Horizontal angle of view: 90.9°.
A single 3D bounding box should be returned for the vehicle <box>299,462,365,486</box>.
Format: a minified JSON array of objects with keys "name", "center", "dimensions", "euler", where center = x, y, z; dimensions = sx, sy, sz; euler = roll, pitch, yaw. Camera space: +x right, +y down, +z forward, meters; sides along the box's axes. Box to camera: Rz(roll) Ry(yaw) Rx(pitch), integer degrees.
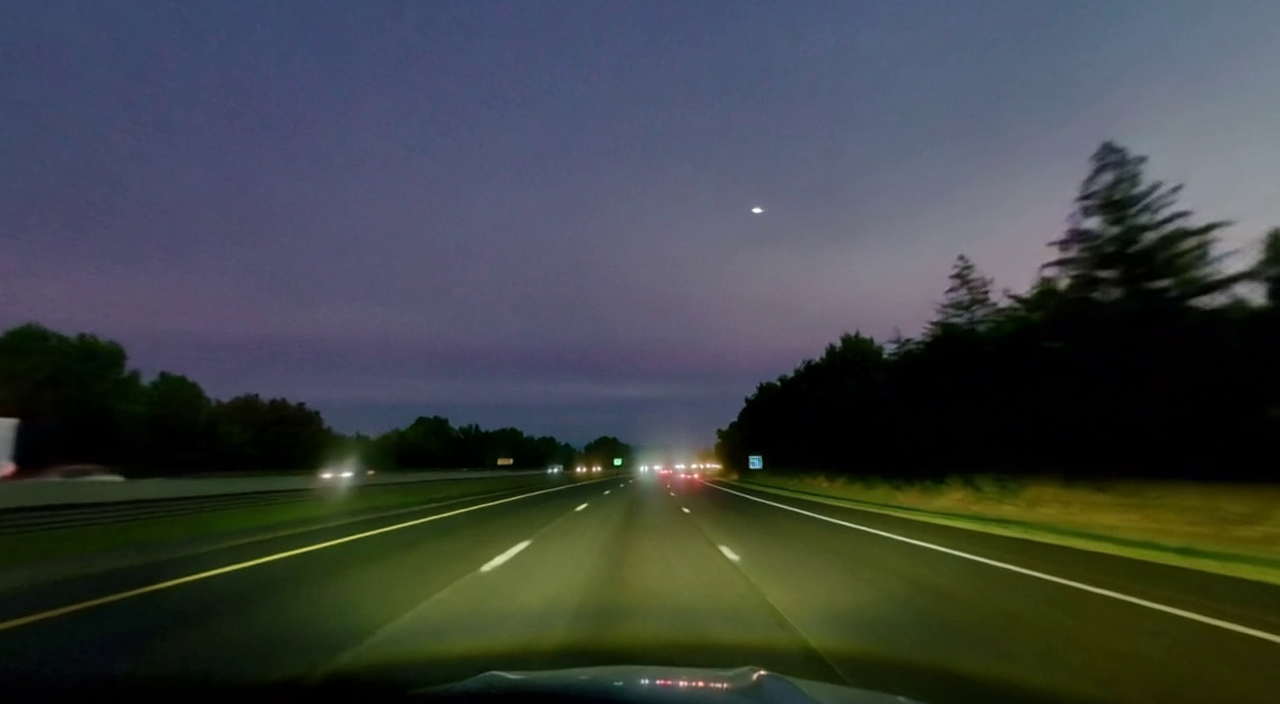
[{"name":"vehicle","center":[-20.145,8.022,41.461],"dimensions":[1.938,1.458,4.858],"euler":[1,-11,-1]}]
